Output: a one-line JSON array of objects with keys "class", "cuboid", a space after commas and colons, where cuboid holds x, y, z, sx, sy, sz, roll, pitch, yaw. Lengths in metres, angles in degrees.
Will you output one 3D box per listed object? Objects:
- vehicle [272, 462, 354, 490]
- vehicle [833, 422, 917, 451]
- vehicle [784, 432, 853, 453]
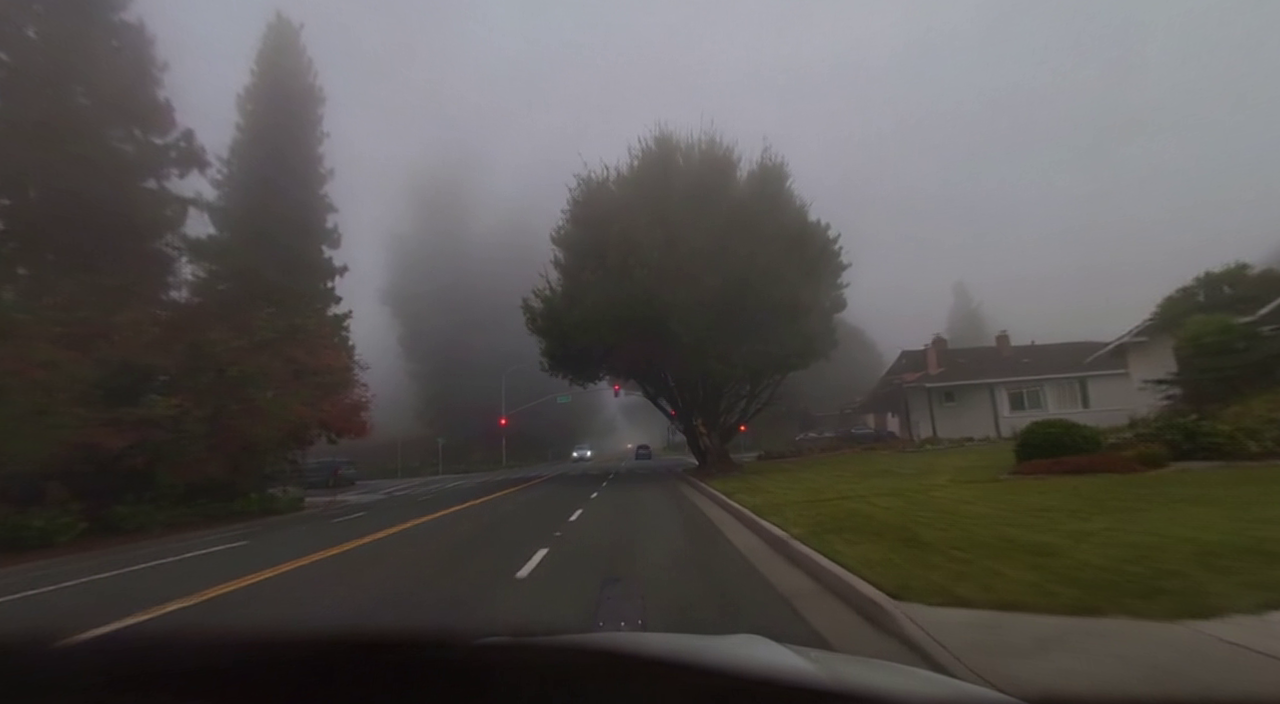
[{"class": "vehicle", "cuboid": [-24.406, 9.242, 46.965, 4.933, 1.792, 2.133, 1, -8, 5]}, {"class": "vehicle", "cuboid": [14.334, 5.228, 38.559, 4.319, 1.700, 2.034, 0, -9, 1]}, {"class": "vehicle", "cuboid": [13.366, 6.800, 47.199, 4.580, 1.534, 1.919, 0, -8, -1]}]
